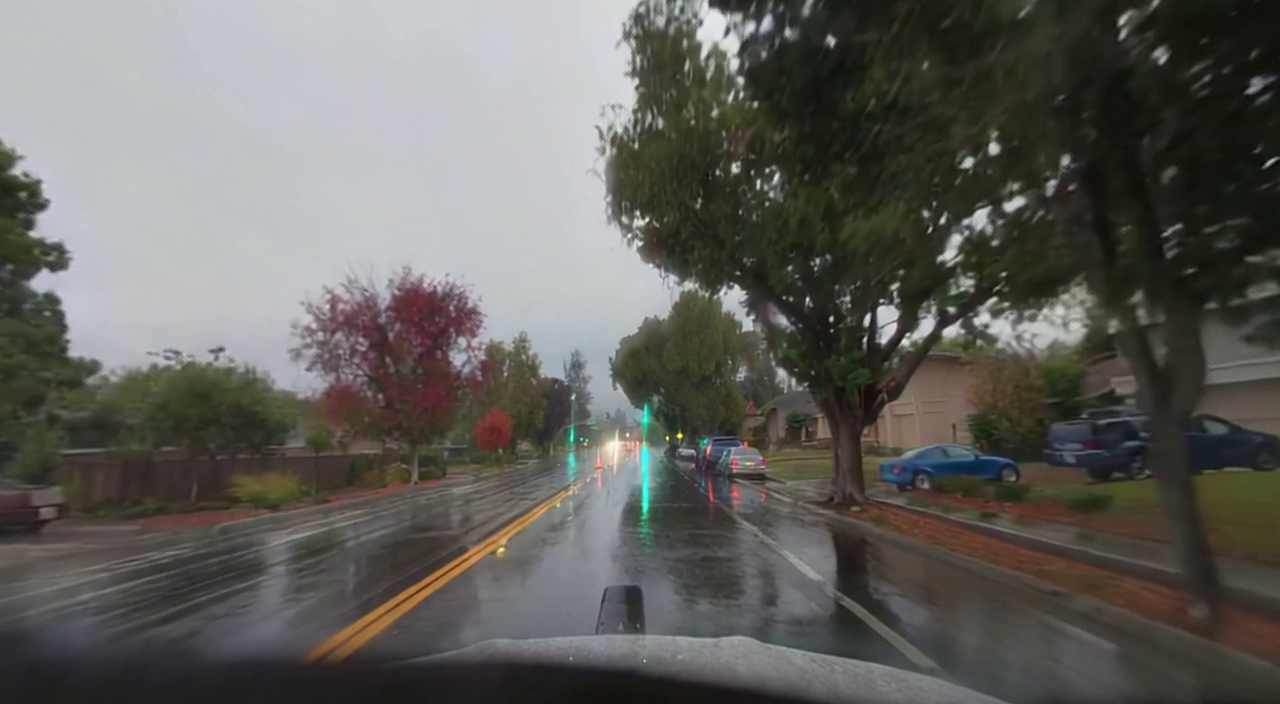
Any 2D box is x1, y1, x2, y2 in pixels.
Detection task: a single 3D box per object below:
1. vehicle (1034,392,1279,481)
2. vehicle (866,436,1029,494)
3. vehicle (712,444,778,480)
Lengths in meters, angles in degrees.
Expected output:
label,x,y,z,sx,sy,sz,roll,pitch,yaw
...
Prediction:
label,x,y,z,sx,sy,sz,roll,pitch,yaw
vehicle,14.919,2.360,17.620,6.037,2.247,2.657,0,-9,-2
vehicle,8.427,3.100,17.559,3.561,1.465,1.870,1,-7,-2
vehicle,4.235,4.507,26.195,1.928,1.333,4.586,0,-8,-1
